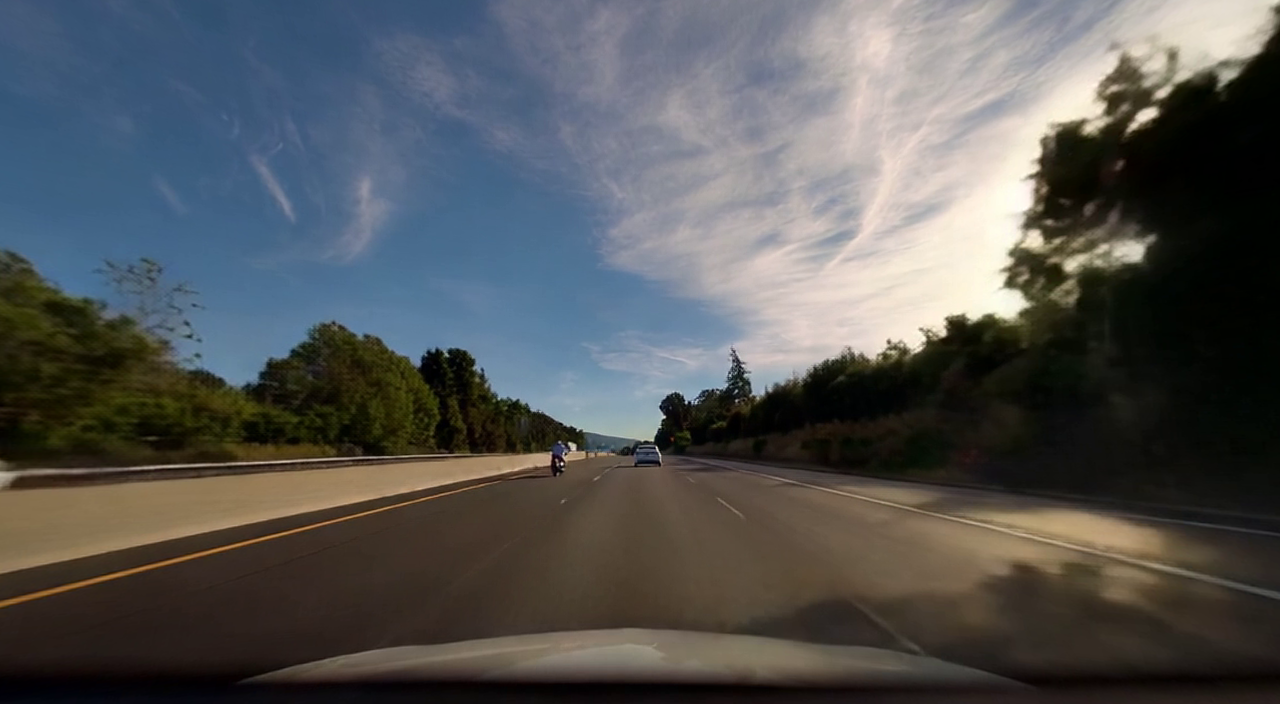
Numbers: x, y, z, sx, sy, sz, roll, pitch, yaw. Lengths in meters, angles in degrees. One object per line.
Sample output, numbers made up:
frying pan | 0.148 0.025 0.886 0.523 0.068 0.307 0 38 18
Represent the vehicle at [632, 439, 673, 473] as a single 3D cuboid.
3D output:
vehicle | 0.714 6.026 36.622 2.247 1.825 4.036 0 -9 1
